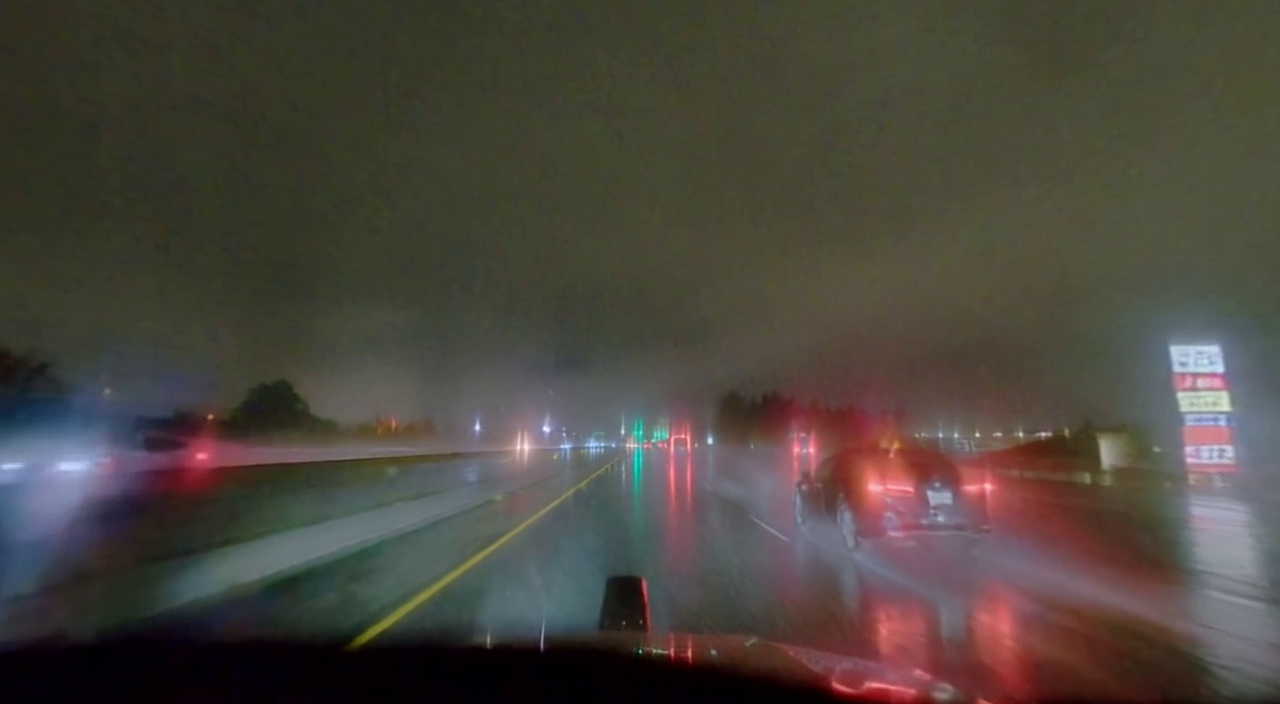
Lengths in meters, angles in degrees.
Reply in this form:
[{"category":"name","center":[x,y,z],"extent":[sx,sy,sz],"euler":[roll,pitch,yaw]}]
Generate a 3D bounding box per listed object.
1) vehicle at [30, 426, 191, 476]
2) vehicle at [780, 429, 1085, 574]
[{"category":"vehicle","center":[-16.842,3.183,20.325],"extent":[1.775,1.448,3.844],"euler":[0,-8,1]},{"category":"vehicle","center":[3.529,1.878,8.802],"extent":[2.091,1.482,4.522],"euler":[0,-8,0]}]
